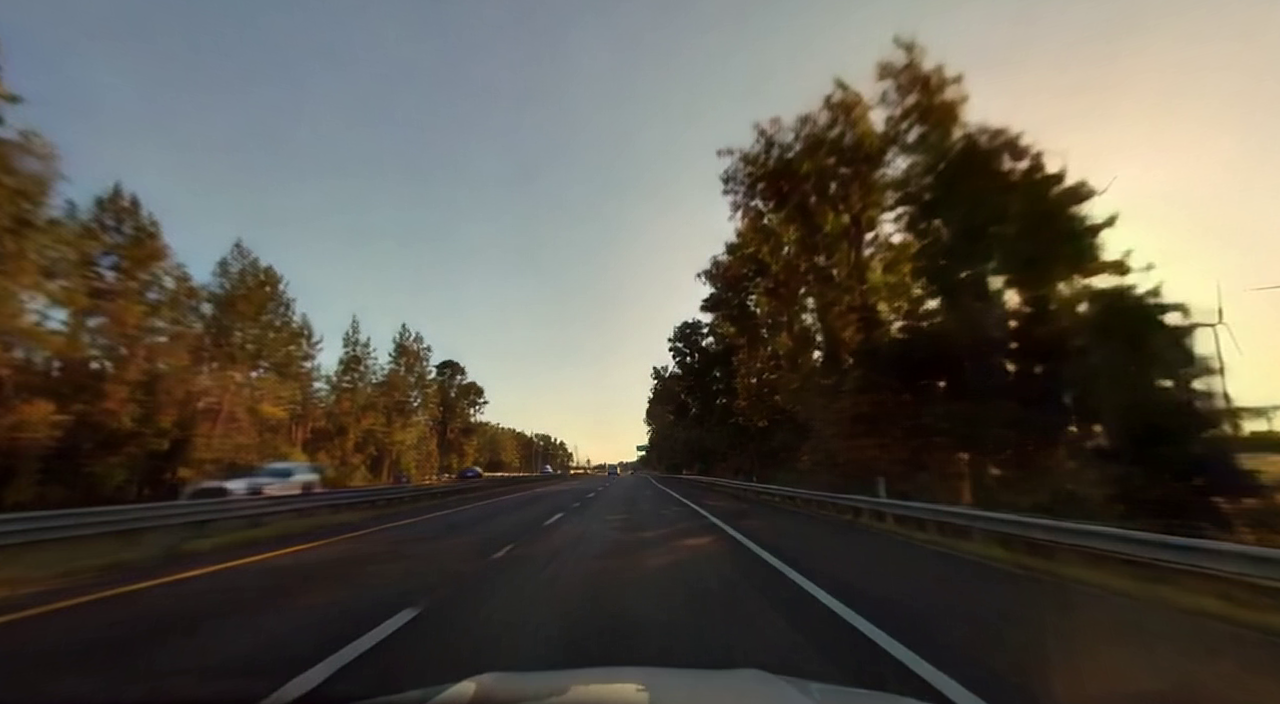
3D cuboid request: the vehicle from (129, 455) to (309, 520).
[{"bbox_3d":[-12.088,3.929,18.600,2.068,1.615,4.594,1,-11,0],"label":"vehicle"}]
